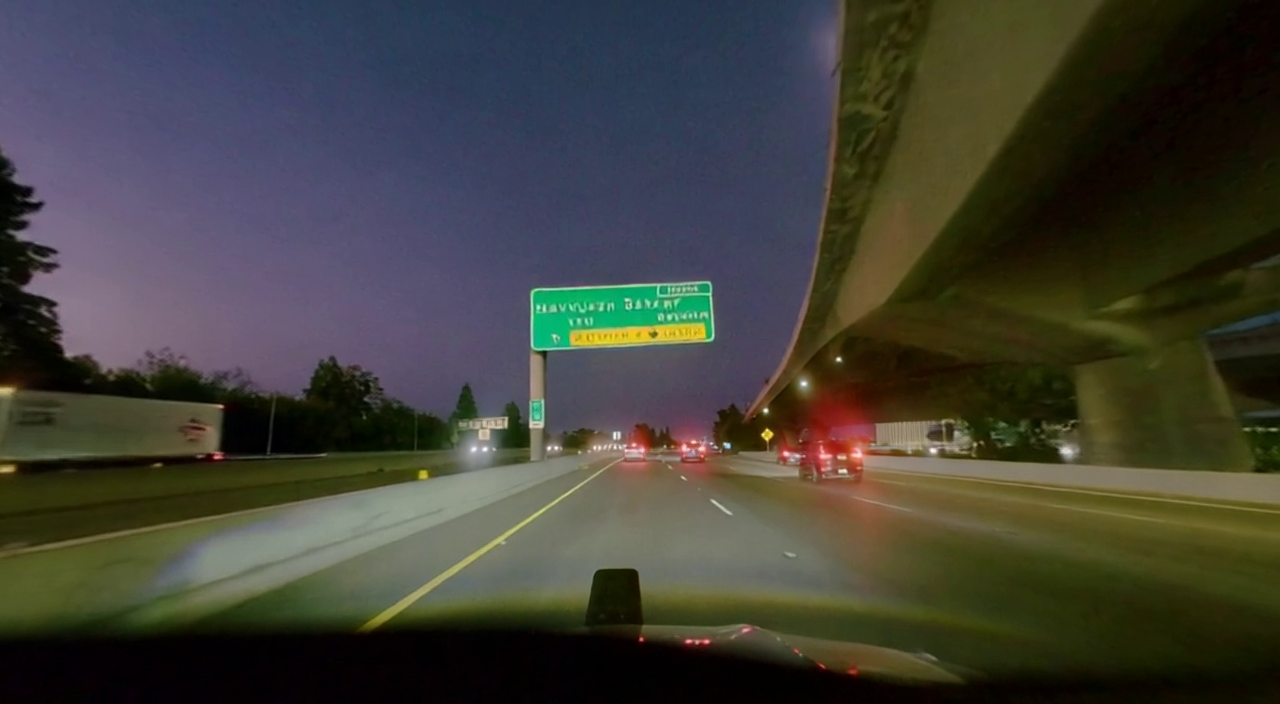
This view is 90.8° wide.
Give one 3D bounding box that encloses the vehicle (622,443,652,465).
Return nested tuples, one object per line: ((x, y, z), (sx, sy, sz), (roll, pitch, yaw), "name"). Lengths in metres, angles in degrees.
((-0.161, 7.391, 45.795), (2.046, 1.475, 3.784), (-1, -9, 1), "vehicle")

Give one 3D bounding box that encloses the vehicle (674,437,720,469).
((3.367, 6.115, 38.237), (2.226, 1.779, 4.835), (0, -9, -1), "vehicle")

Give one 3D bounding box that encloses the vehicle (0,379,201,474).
((-27.182, 3.802, 30.501), (2.798, 3.790, 12.764), (0, -9, 0), "vehicle")
